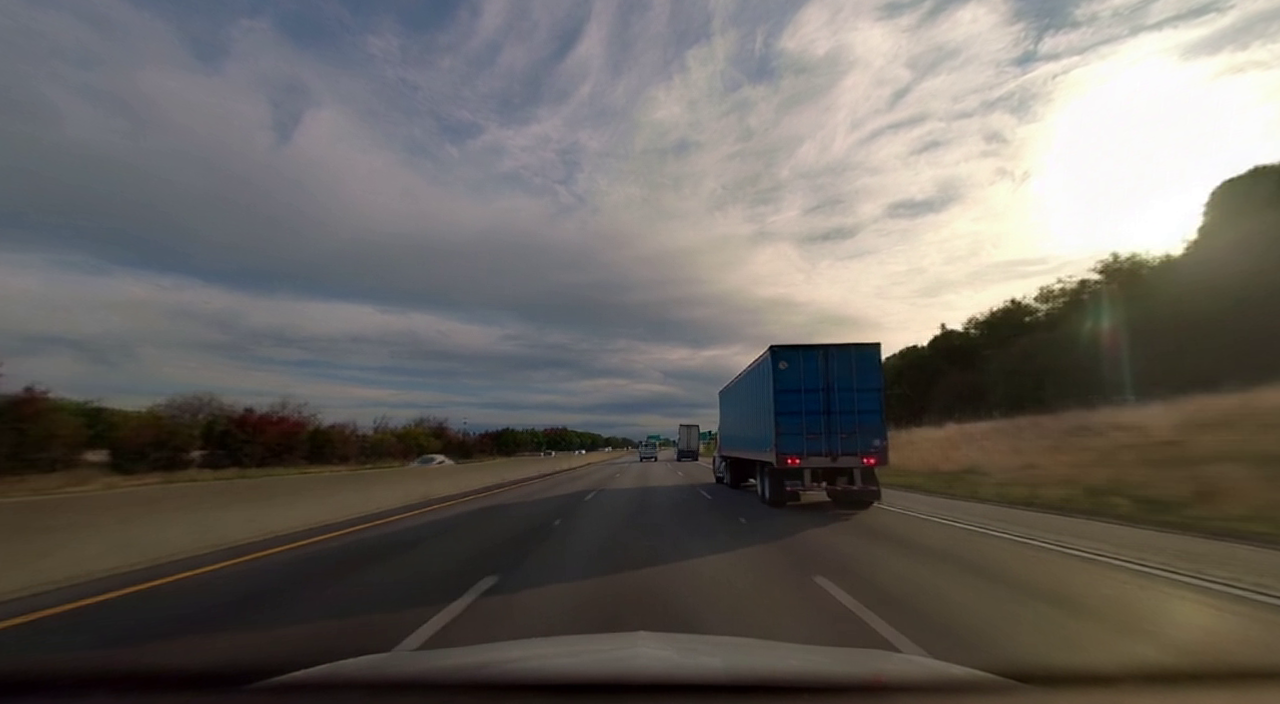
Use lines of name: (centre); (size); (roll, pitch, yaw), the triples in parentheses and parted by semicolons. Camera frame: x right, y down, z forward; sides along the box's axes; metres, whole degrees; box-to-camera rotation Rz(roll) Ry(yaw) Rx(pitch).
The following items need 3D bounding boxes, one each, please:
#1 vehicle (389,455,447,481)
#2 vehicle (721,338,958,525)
vehicle: (-14.008, 7.328, 40.111); (1.984, 1.488, 4.545); (0, -9, 1)
vehicle: (4.159, 2.099, 15.918); (2.960, 3.381, 8.914); (0, -9, -1)
